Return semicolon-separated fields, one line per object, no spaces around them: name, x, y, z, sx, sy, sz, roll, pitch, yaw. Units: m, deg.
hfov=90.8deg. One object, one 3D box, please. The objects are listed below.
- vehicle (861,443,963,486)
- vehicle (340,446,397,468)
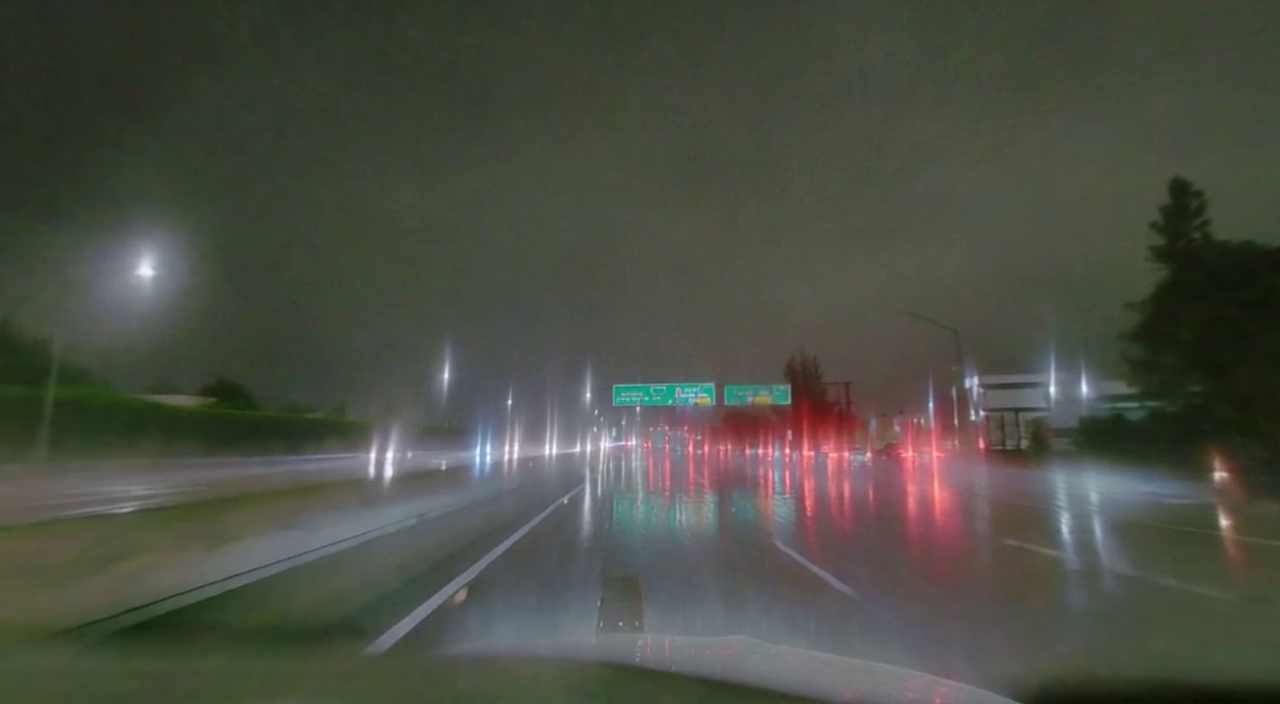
vehicle;9.874;4.081;23.291;1.836;1.418;4.132;0;-9;-1
vehicle;-18.972;7.377;44.445;1.996;1.458;4.528;0;-9;0
